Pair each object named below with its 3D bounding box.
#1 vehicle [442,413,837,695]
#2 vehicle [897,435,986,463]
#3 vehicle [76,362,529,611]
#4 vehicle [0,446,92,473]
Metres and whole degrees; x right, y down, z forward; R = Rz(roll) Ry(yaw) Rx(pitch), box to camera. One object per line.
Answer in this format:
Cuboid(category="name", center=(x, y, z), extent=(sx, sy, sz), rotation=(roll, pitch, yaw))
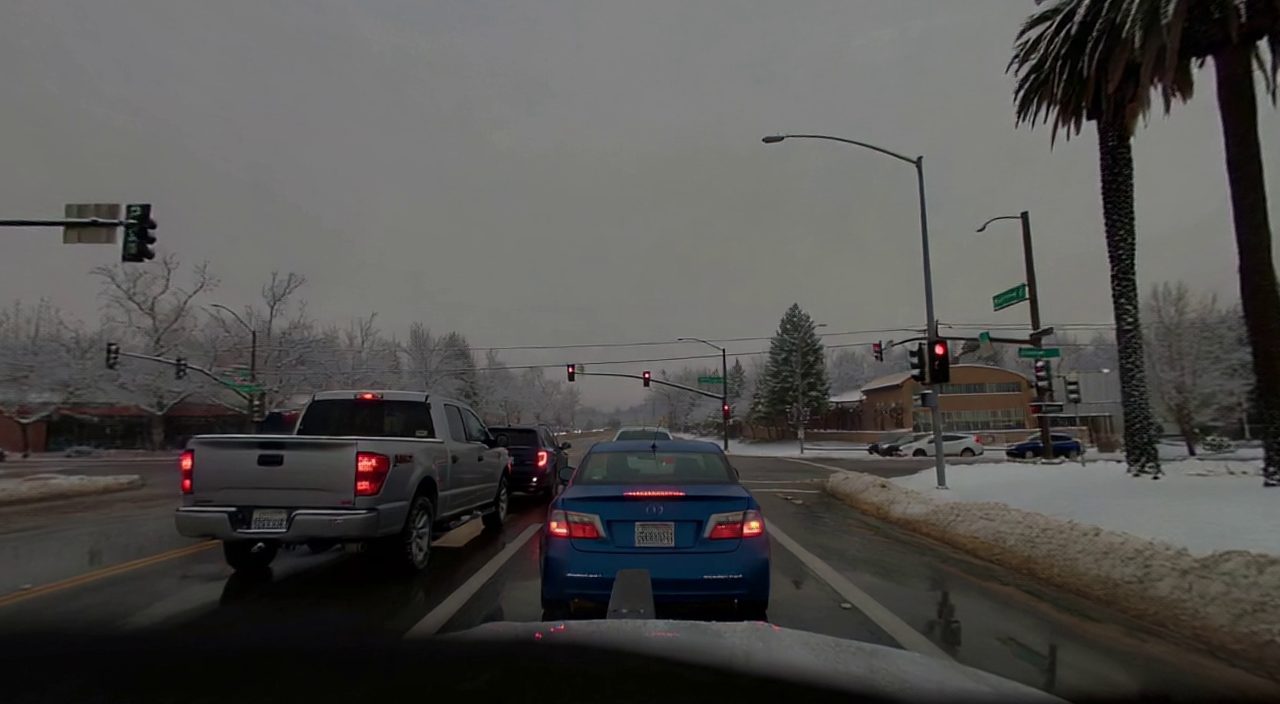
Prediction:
Cuboid(category="vehicle", center=(0.032, 1.397, 5.534), extent=(2.122, 1.501, 4.152), rotation=(0, -8, 1))
Cuboid(category="vehicle", center=(18.808, 6.071, 39.303), extent=(4.466, 1.717, 1.963), rotation=(0, -9, 2))
Cuboid(category="vehicle", center=(-3.228, 1.481, 7.914), extent=(2.330, 1.969, 5.626), rotation=(-1, -8, 3))
Cuboid(category="vehicle", center=(-37.103, 6.640, 38.863), extent=(4.576, 1.617, 1.937), rotation=(0, -8, 2))
